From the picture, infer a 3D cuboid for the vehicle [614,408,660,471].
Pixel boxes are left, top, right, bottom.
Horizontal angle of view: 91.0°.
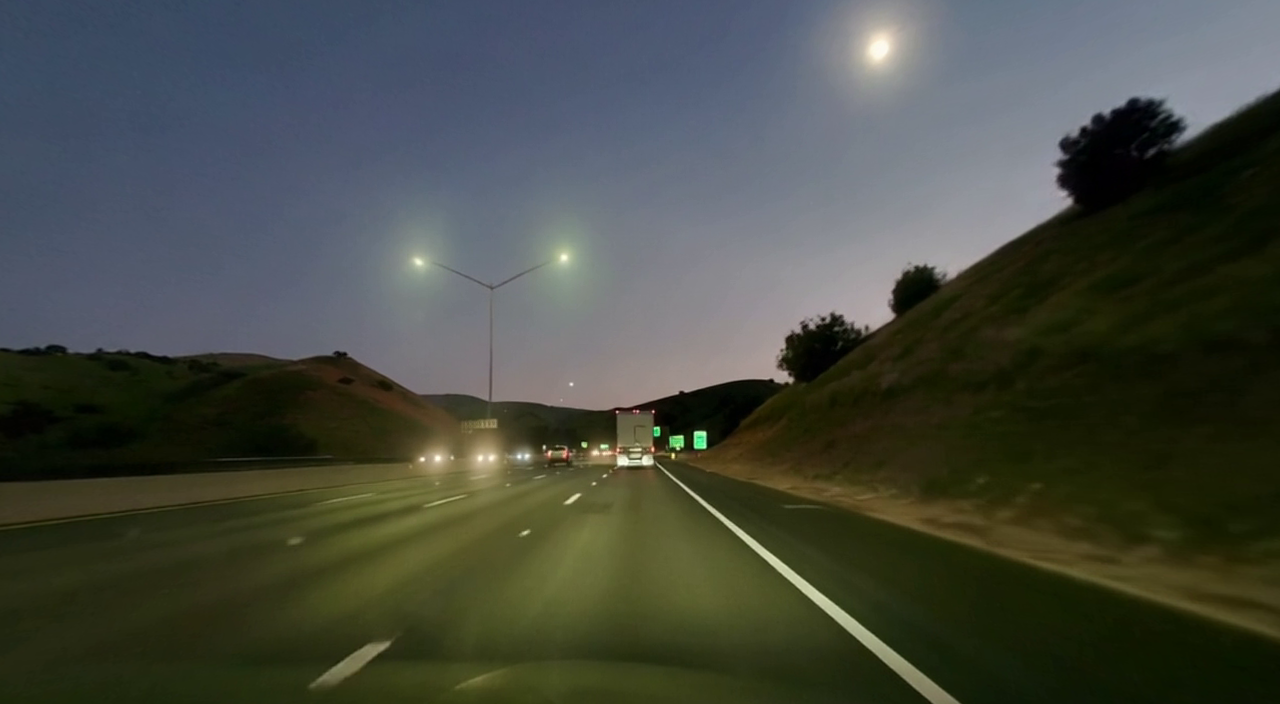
[{"bbox_3d":[-0.098,6.634,47.497,3.039,4.131,11.822,0,-9,1],"label":"vehicle"}]
